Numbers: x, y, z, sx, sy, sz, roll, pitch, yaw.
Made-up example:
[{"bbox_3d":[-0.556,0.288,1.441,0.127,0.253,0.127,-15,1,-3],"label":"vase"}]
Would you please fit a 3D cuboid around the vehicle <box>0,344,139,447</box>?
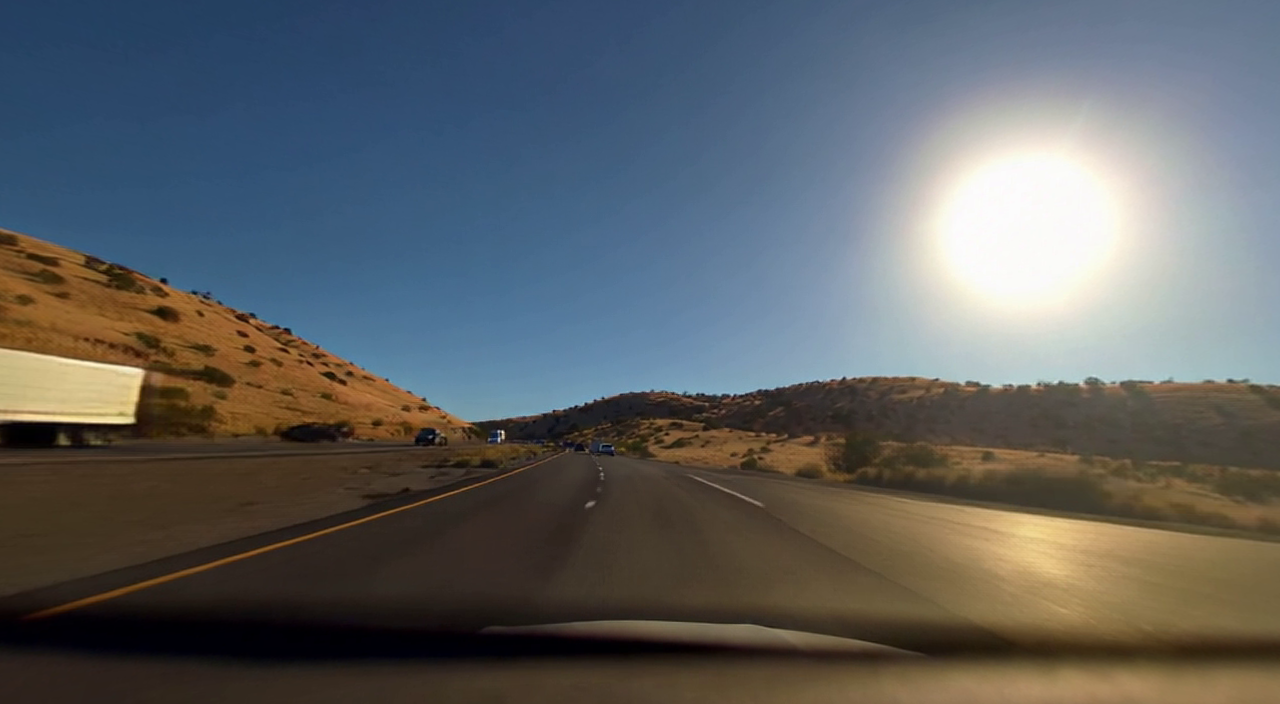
[{"bbox_3d":[-27.962,1.616,25.022,2.941,4.199,16.568,1,-9,-1],"label":"vehicle"}]
